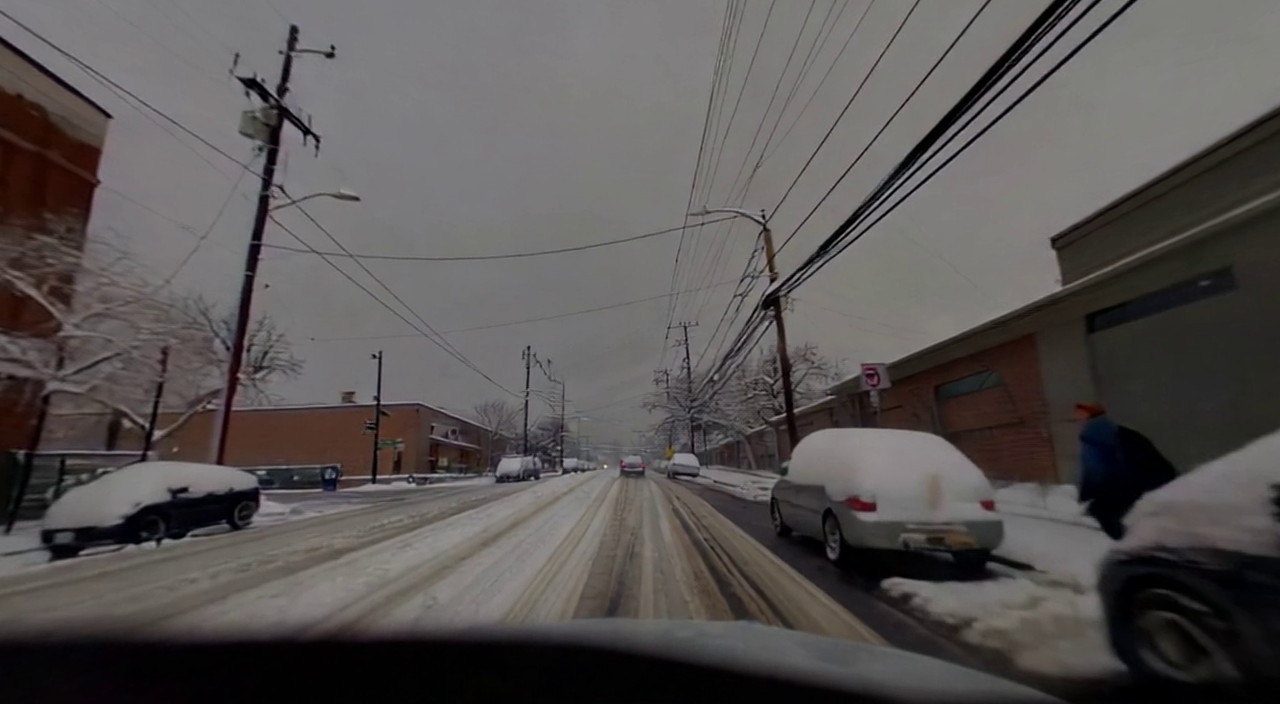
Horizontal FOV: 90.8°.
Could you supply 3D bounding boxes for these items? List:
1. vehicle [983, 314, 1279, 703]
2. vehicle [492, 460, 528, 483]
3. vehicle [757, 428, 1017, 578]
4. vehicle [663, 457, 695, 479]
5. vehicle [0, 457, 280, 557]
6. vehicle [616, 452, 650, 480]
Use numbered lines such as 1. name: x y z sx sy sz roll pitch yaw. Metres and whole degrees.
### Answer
1. vehicle: 3.235 0.671 1.536 2.102 1.765 4.674 0 -9 -1
2. vehicle: -10.190 9.443 49.789 1.923 1.542 4.572 -4 -12 -1
3. vehicle: 3.144 2.016 9.334 1.941 1.634 4.674 0 -9 0
4. vehicle: 2.922 8.778 48.116 1.910 1.512 4.274 0 -9 -3
5. vehicle: -9.967 3.118 13.202 2.079 1.550 4.865 -3 -11 -1
6. vehicle: -0.483 7.762 43.191 2.190 1.783 4.048 0 -9 0
